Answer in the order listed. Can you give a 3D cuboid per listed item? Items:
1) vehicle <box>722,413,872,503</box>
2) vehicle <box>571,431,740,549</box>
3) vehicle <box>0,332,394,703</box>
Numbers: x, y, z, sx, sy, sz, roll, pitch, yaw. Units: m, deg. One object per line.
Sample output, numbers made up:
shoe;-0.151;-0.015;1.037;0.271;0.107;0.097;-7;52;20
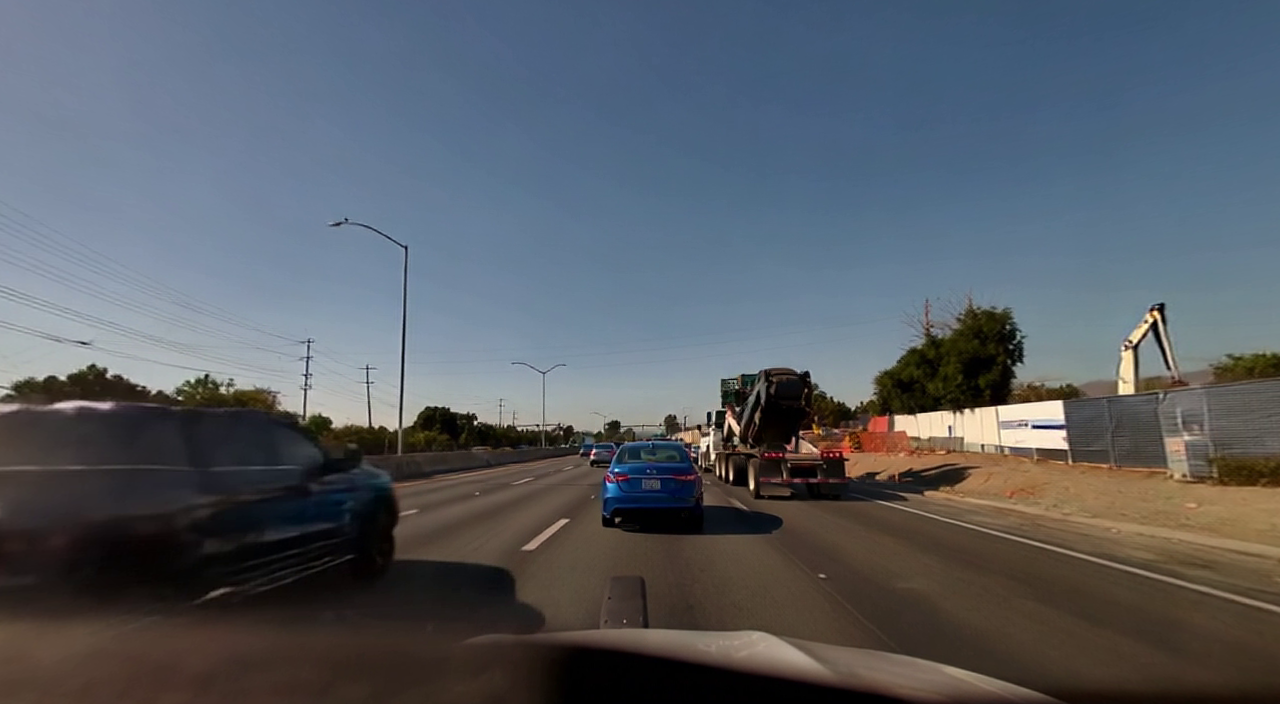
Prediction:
vehicle;3.982;2.876;17.497;2.555;2.017;6.201;0;-8;0
vehicle;0.212;2.062;10.152;2.128;1.473;4.272;0;-8;1
vehicle;-3.300;1.010;3.669;1.989;1.729;4.184;0;-8;0
